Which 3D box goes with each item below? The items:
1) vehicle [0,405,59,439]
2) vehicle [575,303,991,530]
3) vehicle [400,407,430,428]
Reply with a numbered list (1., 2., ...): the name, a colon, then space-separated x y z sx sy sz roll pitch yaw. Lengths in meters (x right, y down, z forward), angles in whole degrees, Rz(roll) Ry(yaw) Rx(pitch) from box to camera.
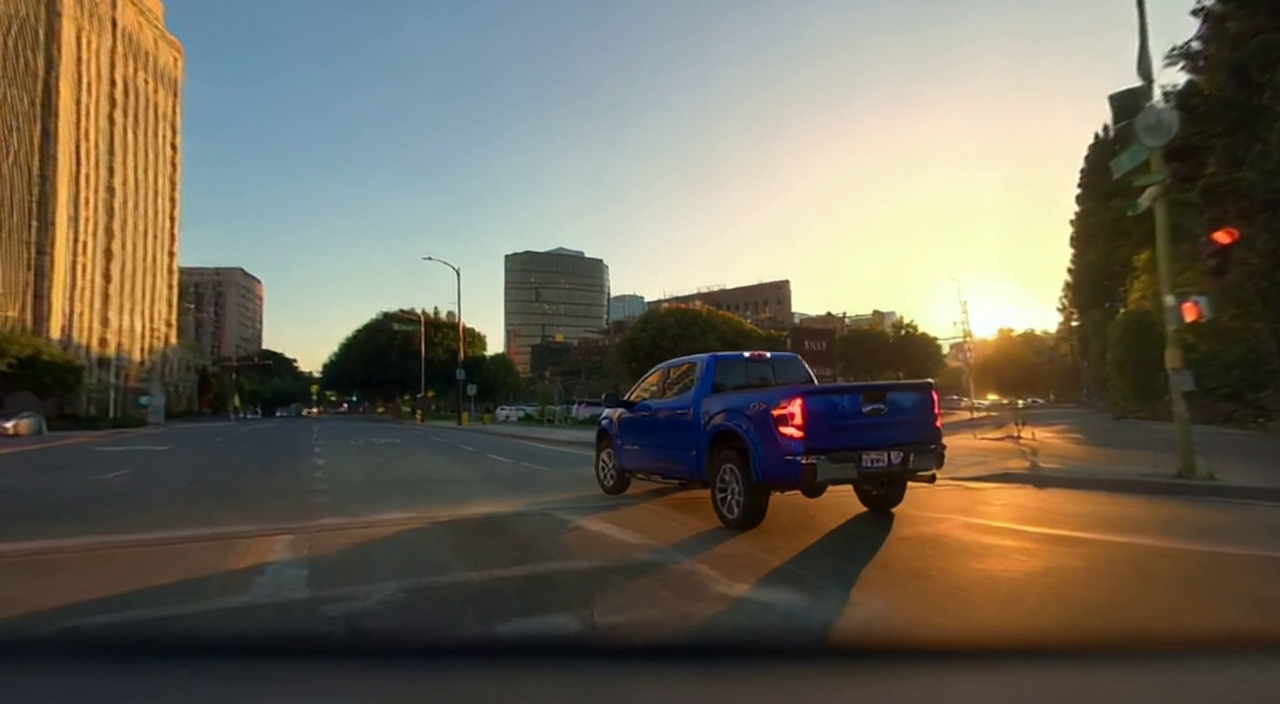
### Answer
1. vehicle: -34.354 3.922 34.919 2.037 1.725 4.632 4 -9 -27
2. vehicle: 1.188 0.970 8.416 2.402 1.922 5.677 3 -9 -24
3. vehicle: -17.573 5.144 49.262 1.842 1.467 4.633 3 -9 -23
